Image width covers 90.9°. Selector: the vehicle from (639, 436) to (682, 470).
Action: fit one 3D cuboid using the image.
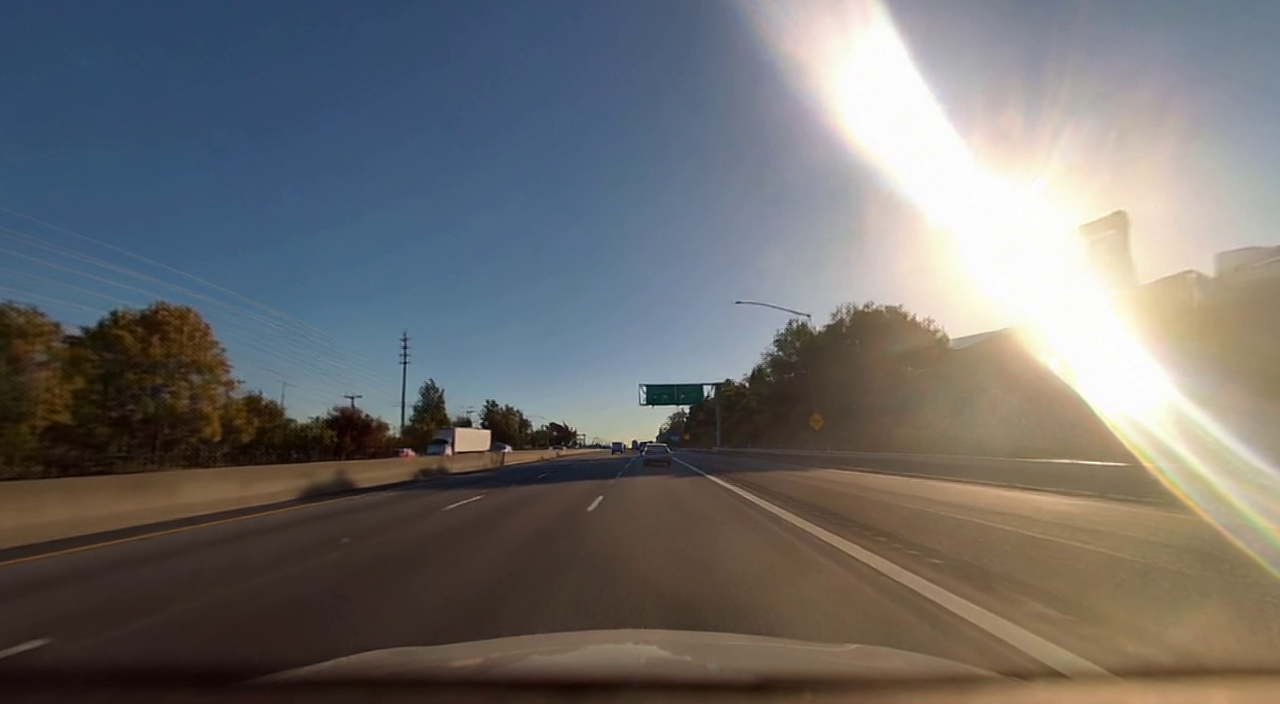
[{"bbox_3d":[1.109,5.676,35.732,2.260,1.766,4.348,0,-8,0],"label":"vehicle"}]
